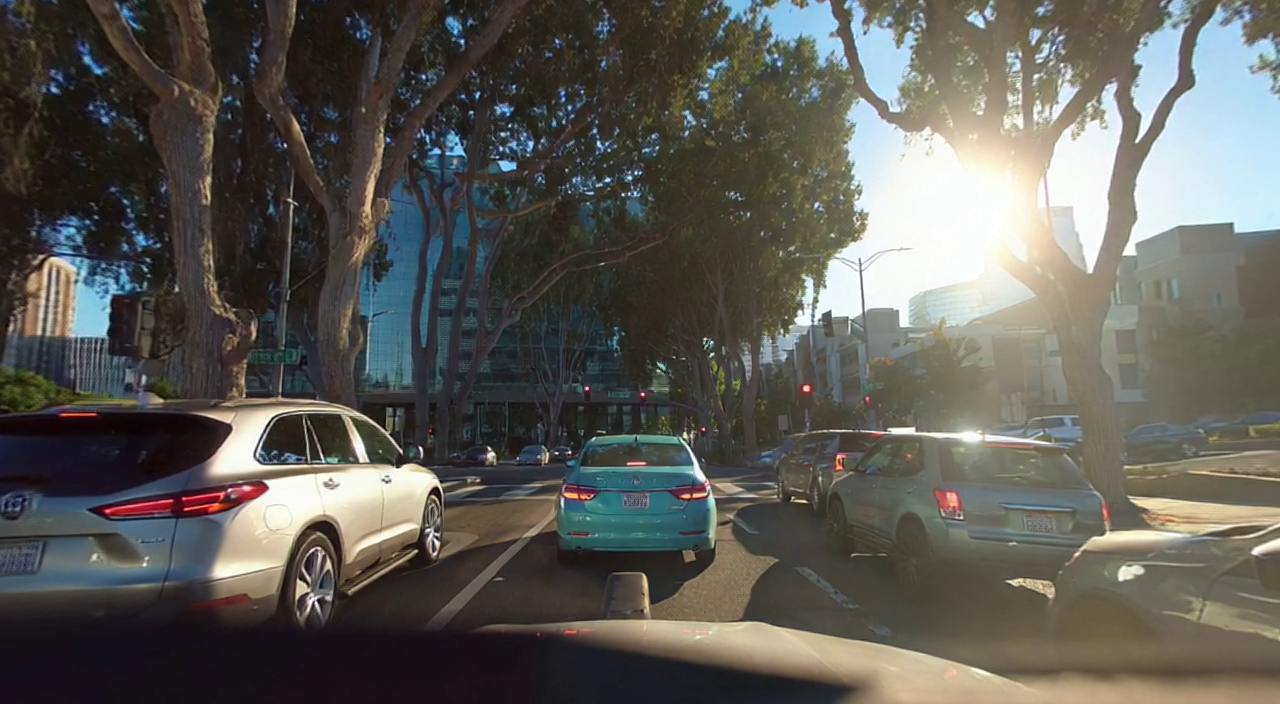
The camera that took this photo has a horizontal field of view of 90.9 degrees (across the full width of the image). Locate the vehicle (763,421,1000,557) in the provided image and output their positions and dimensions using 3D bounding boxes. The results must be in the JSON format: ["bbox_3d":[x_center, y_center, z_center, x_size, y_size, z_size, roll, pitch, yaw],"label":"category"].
[{"bbox_3d":[3.411,2.019,10.019,2.040,1.647,4.379,0,-9,0],"label":"vehicle"}]

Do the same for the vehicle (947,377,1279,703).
[{"bbox_3d":[3.322,0.962,2.822,1.899,1.588,3.888,0,-8,0],"label":"vehicle"}]

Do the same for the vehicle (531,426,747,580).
[{"bbox_3d":[-0.033,1.802,8.324,2.147,1.507,3.953,0,-8,-1],"label":"vehicle"}]

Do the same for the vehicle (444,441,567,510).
[{"bbox_3d":[-3.060,2.902,15.312,1.975,1.420,4.196,-1,-9,1],"label":"vehicle"}]

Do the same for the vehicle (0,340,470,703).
[{"bbox_3d":[-3.145,1.163,5.052,2.168,1.750,4.625,-1,-9,1],"label":"vehicle"}]
